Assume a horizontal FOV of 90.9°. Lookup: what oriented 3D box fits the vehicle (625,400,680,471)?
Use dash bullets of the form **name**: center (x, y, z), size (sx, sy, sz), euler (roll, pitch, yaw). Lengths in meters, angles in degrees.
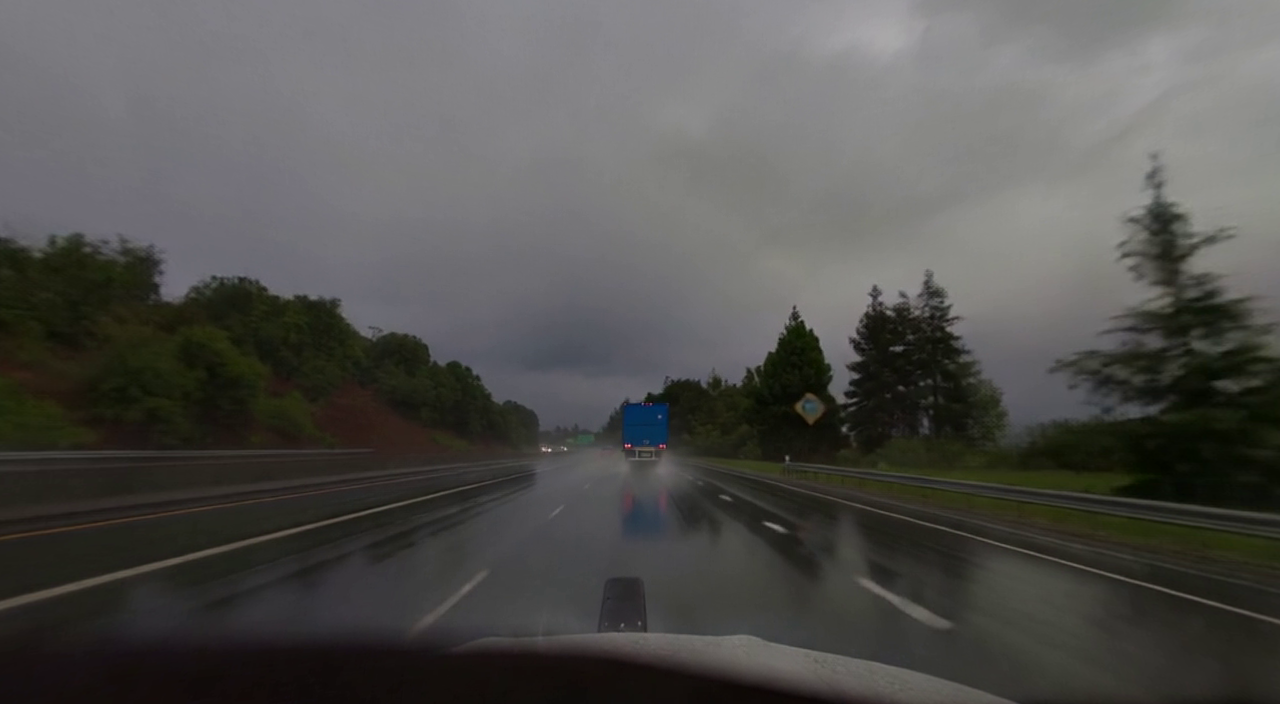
- **vehicle**: center (0.580, 5.567, 41.138), size (3.055, 4.009, 10.972), euler (0, -9, -1)
